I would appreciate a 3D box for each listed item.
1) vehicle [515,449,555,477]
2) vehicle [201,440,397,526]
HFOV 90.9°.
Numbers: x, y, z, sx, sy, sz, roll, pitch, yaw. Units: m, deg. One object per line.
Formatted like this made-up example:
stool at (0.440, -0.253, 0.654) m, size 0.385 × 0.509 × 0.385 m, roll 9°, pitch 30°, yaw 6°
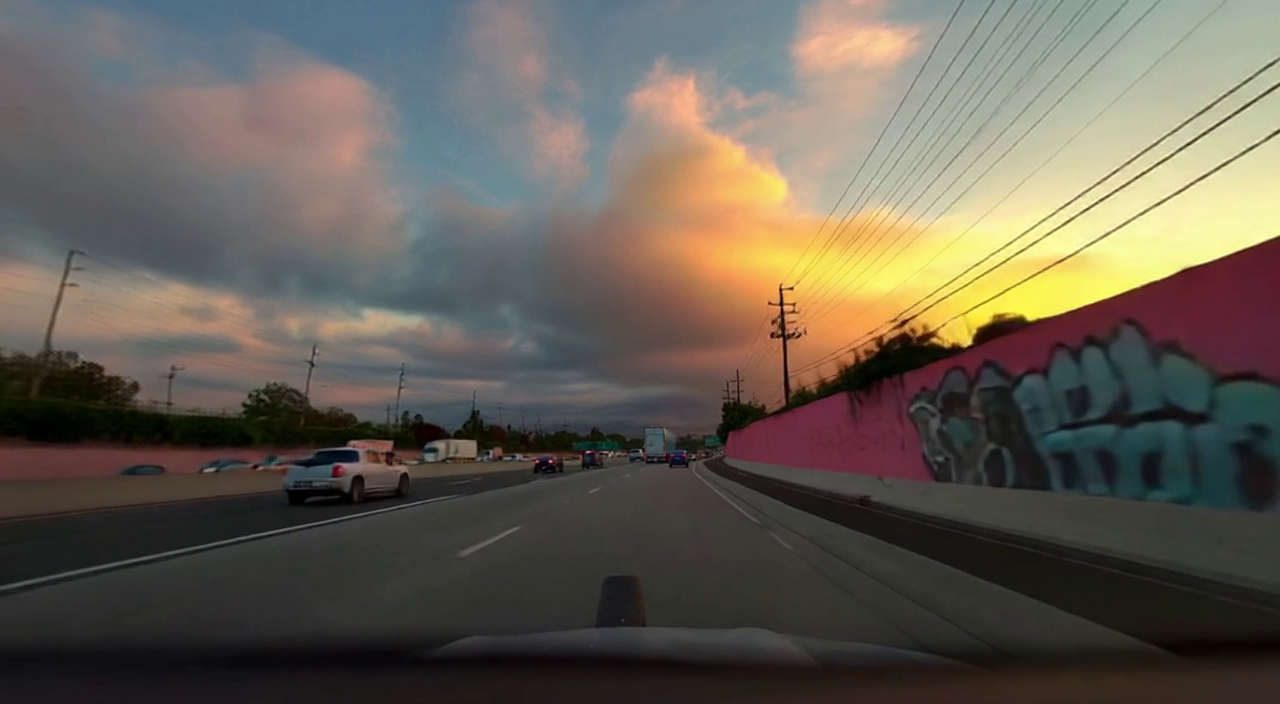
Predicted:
vehicle at (-6.034, 6.392, 36.426) m, size 1.708 × 1.489 × 2.840 m, roll -1°, pitch -9°, yaw 3°
vehicle at (-7.096, 2.737, 13.665) m, size 1.966 × 1.565 × 3.766 m, roll -1°, pitch -9°, yaw 3°
